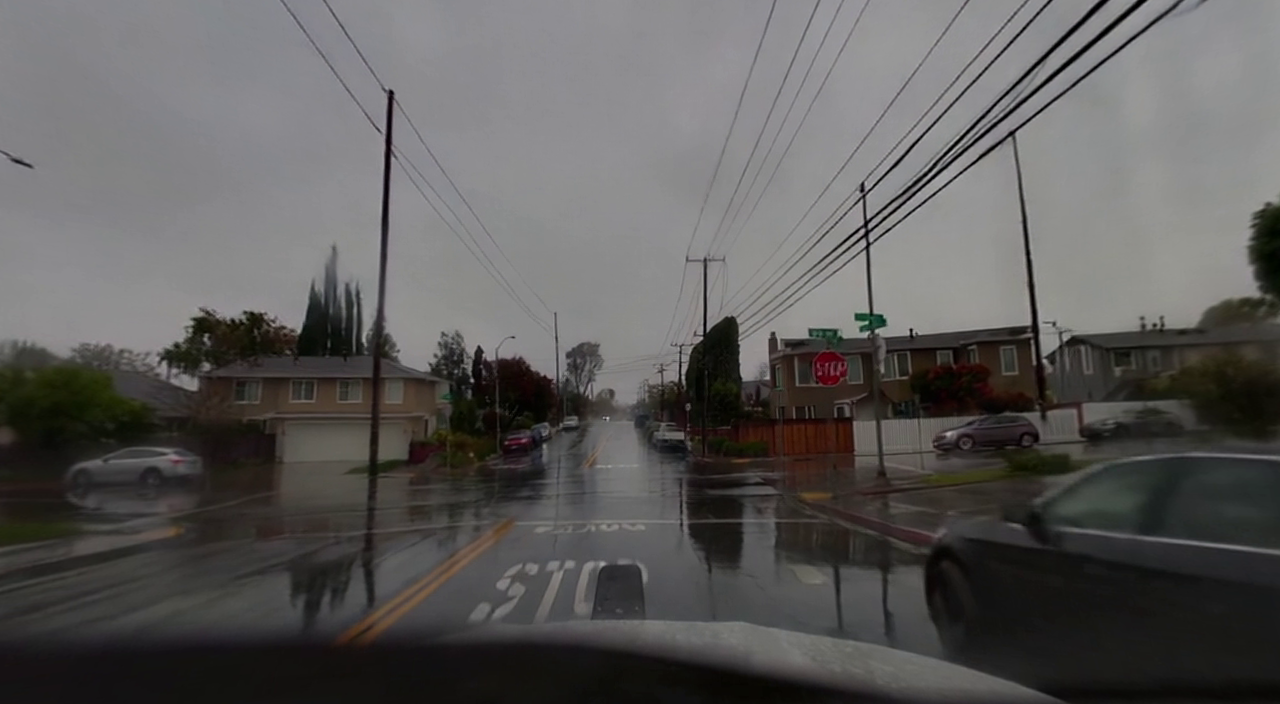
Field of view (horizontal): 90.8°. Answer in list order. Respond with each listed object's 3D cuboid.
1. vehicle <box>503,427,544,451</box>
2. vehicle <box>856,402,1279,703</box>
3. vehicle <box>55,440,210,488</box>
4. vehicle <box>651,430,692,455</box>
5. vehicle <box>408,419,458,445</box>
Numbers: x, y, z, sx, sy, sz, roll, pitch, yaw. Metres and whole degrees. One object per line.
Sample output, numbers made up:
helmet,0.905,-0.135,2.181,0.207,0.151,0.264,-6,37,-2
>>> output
vehicle,-8.117,6.152,44.389,2.065,1.553,4.636,0,-8,0
vehicle,3.048,1.064,3.150,2.038,1.473,4.842,0,-8,-3
vehicle,-19.612,4.323,24.626,4.181,1.742,1.945,1,-9,-10
vehicle,1.929,5.783,40.175,2.120,1.487,4.360,0,-8,-4
vehicle,-14.129,5.564,43.402,1.992,1.678,4.658,0,-8,-2
